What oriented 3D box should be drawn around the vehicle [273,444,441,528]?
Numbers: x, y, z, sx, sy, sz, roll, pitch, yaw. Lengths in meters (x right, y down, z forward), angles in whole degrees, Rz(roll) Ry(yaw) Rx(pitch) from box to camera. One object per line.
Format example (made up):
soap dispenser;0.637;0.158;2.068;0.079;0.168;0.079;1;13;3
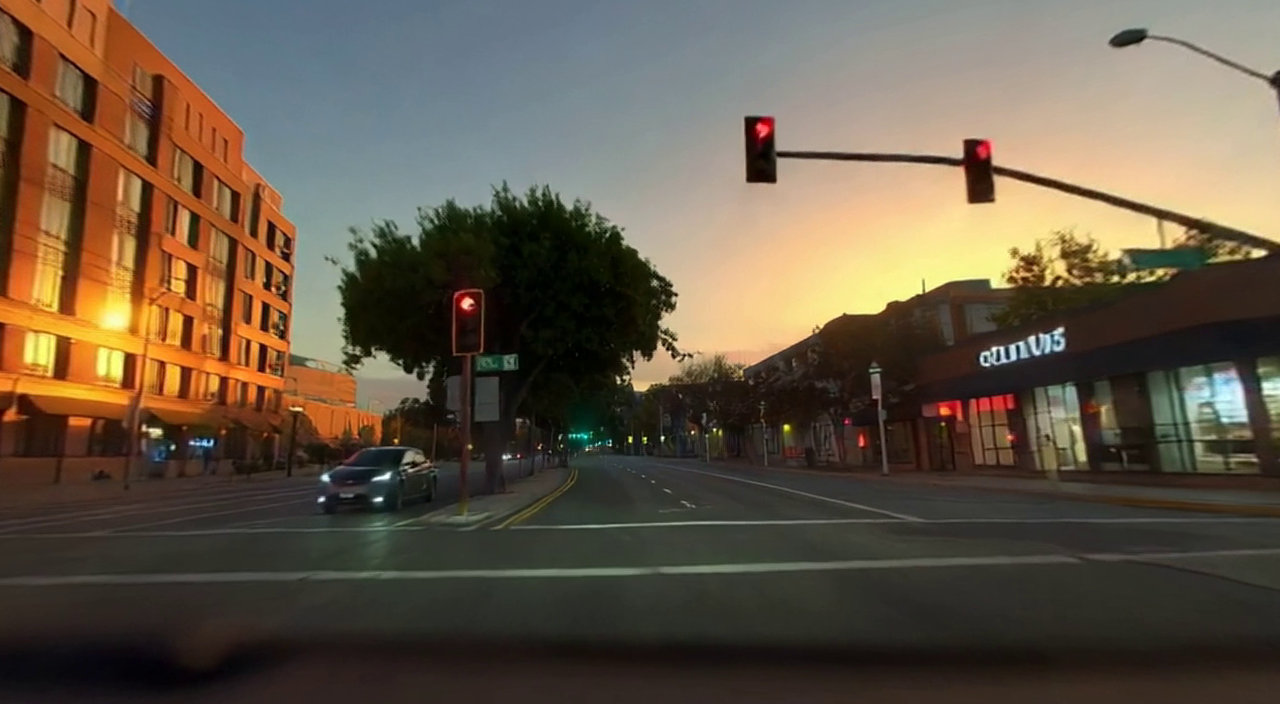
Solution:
vehicle;-5.782;2.726;13.588;1.894;1.474;4.332;0;-8;-4
